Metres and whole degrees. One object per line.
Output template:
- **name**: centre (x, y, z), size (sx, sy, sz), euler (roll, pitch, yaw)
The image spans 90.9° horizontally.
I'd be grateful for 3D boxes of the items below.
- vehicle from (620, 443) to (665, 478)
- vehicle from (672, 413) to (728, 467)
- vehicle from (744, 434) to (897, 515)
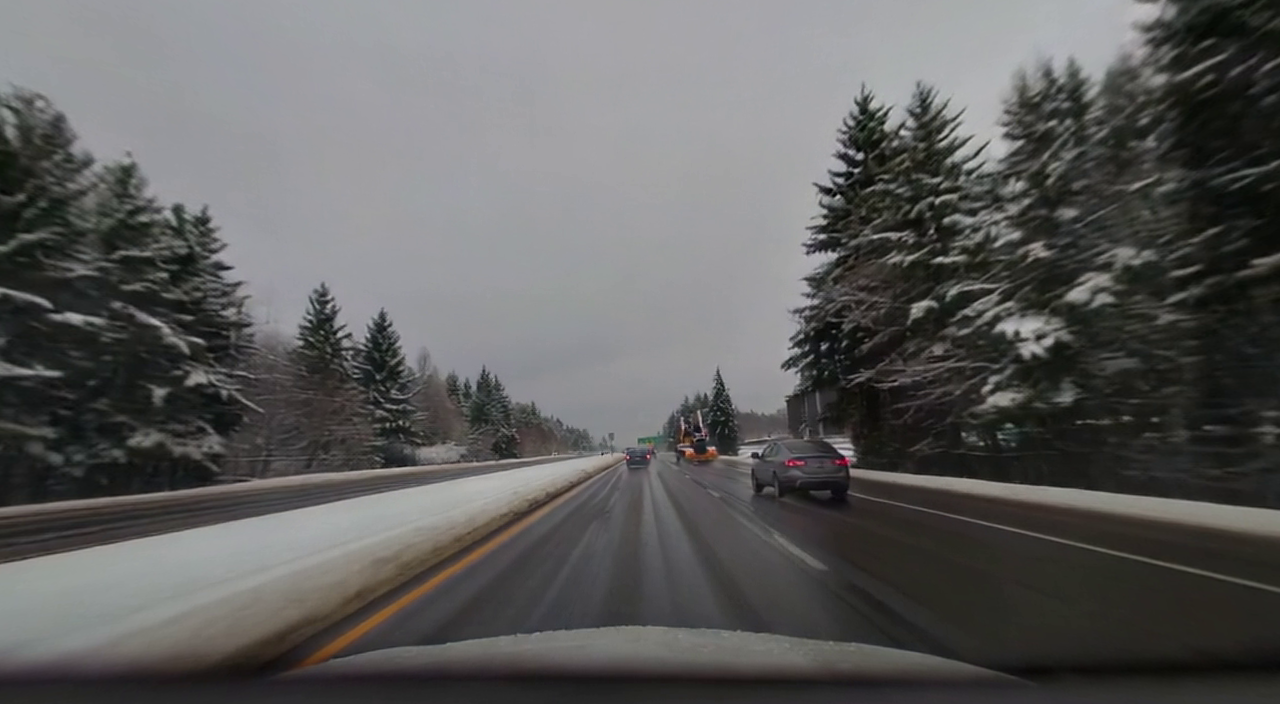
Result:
- **vehicle**: centre (0.082, 5.246, 30.675), size (2.045, 1.527, 4.023), euler (0, -9, -1)
- **vehicle**: centre (4.243, 6.528, 46.297), size (3.089, 3.568, 8.101), euler (0, -9, -2)
- **vehicle**: centre (3.754, 2.635, 13.980), size (2.168, 1.529, 3.883), euler (0, -9, -1)
